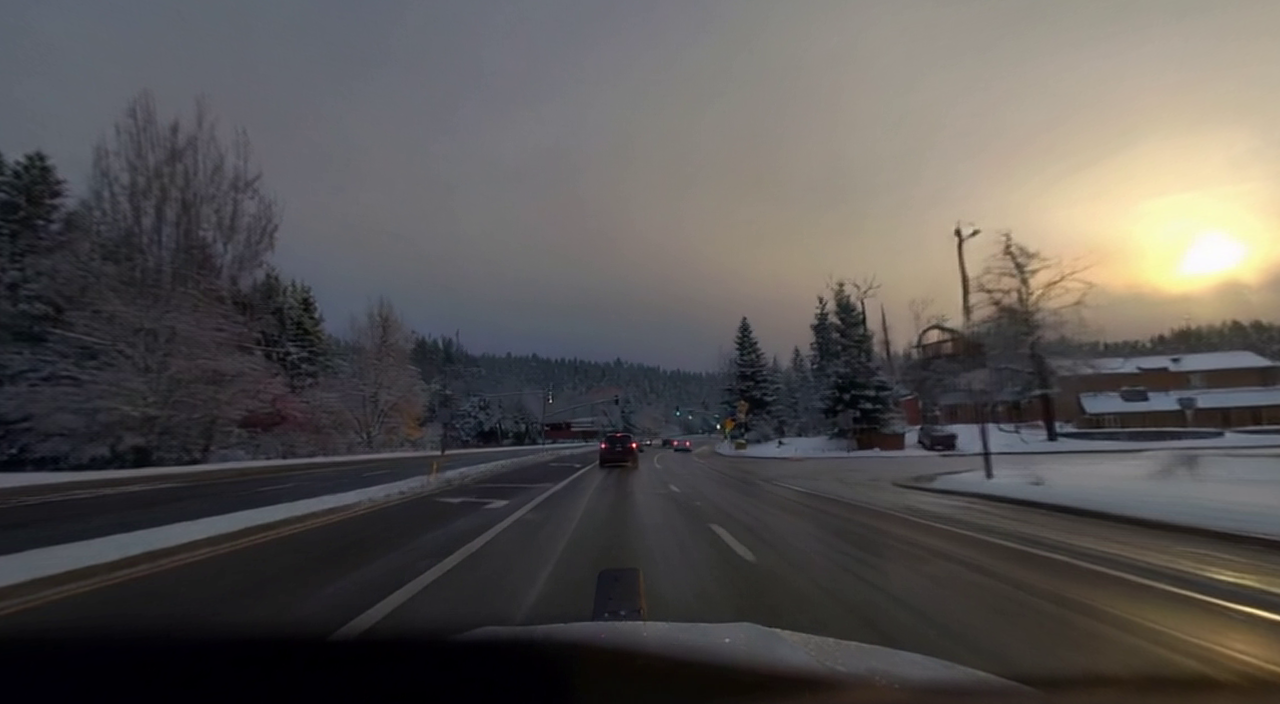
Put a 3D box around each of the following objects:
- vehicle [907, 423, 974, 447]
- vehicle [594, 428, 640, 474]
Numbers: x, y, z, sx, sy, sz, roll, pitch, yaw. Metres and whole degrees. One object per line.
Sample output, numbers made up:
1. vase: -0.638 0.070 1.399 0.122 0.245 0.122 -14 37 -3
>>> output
1. vehicle: 21.759 6.073 45.642 1.826 1.621 4.546 2 -9 -15
2. vehicle: -1.046 4.724 30.180 2.072 2.002 4.391 0 -8 -1
